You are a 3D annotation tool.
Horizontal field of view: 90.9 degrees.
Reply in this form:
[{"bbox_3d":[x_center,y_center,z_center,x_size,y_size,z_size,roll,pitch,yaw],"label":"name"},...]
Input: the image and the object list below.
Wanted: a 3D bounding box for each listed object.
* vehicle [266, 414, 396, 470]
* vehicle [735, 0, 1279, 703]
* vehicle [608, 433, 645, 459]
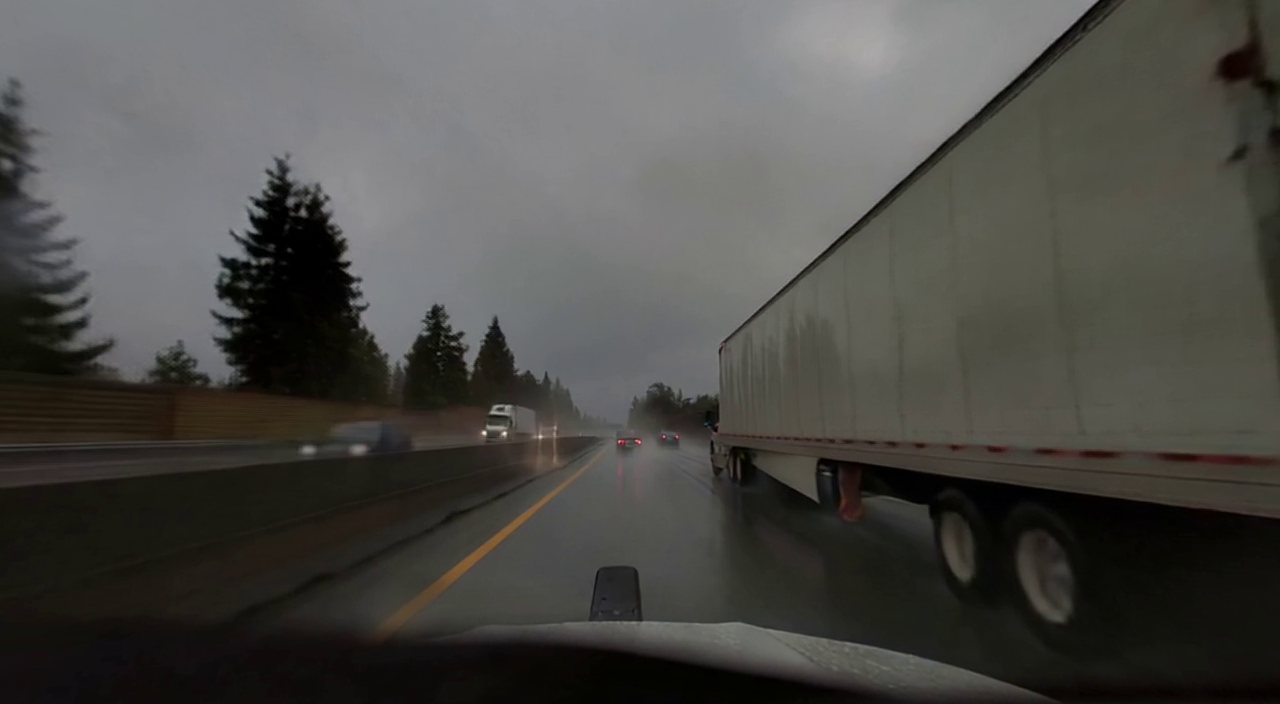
[{"bbox_3d":[-9.480,2.808,19.777,2.019,1.536,4.191,0,-8,-1],"label":"vehicle"},{"bbox_3d":[4.228,0.594,9.929,2.953,4.045,13.843,0,-8,-1],"label":"vehicle"},{"bbox_3d":[-0.811,5.755,38.812,2.119,1.480,4.000,0,-8,-1],"label":"vehicle"}]
